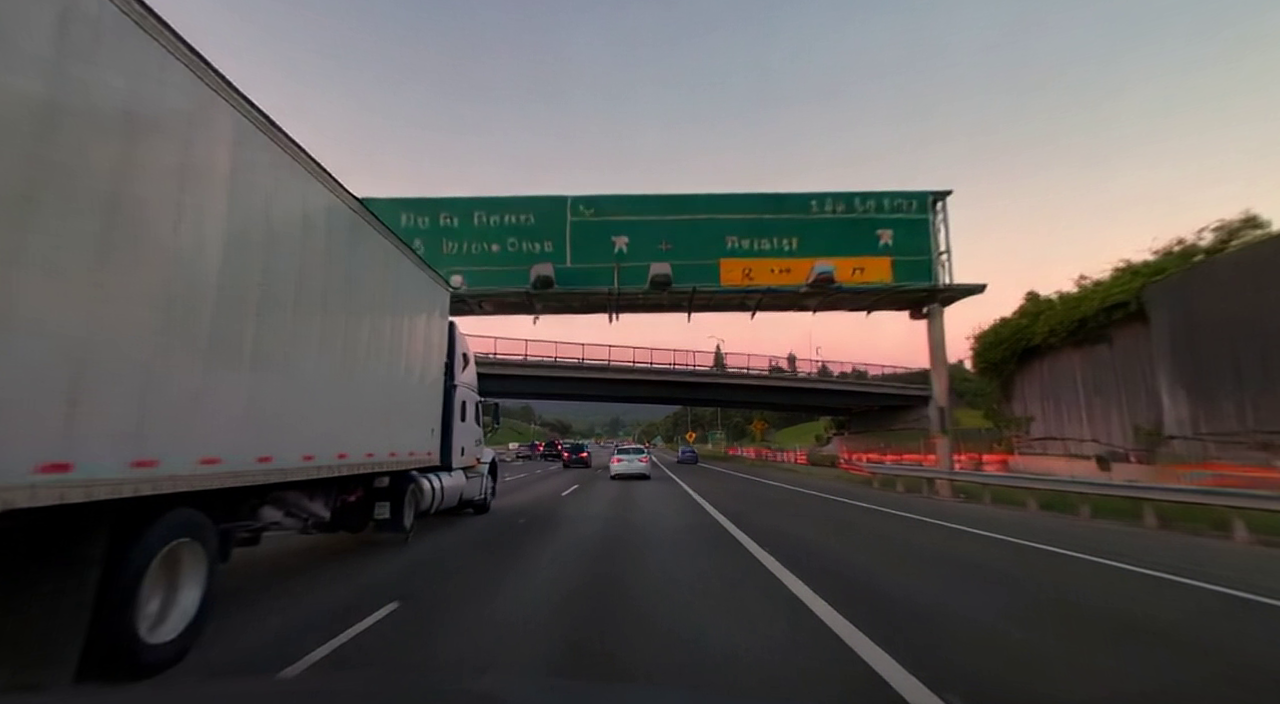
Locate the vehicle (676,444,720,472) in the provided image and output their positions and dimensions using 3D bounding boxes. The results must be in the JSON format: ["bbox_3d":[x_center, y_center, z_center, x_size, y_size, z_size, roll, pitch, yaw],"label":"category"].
[{"bbox_3d":[3.213,5.944,35.585,2.003,1.465,4.092,0,-8,-1],"label":"vehicle"}]

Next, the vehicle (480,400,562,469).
[{"bbox_3d":[-7.328,5.430,40.847,2.959,3.886,10.574,0,-8,2],"label":"vehicle"}]

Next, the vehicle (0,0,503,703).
[{"bbox_3d":[-3.746,0.389,4.395,3.075,3.276,11.073,0,-8,0],"label":"vehicle"}]

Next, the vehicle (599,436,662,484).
[{"bbox_3d":[-0.366,4.198,24.872,2.270,1.696,4.061,0,-8,0],"label":"vehicle"}]

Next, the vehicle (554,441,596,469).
[{"bbox_3d":[-4.018,6.460,39.662,2.124,1.639,4.344,0,-8,1],"label":"vehicle"}]
